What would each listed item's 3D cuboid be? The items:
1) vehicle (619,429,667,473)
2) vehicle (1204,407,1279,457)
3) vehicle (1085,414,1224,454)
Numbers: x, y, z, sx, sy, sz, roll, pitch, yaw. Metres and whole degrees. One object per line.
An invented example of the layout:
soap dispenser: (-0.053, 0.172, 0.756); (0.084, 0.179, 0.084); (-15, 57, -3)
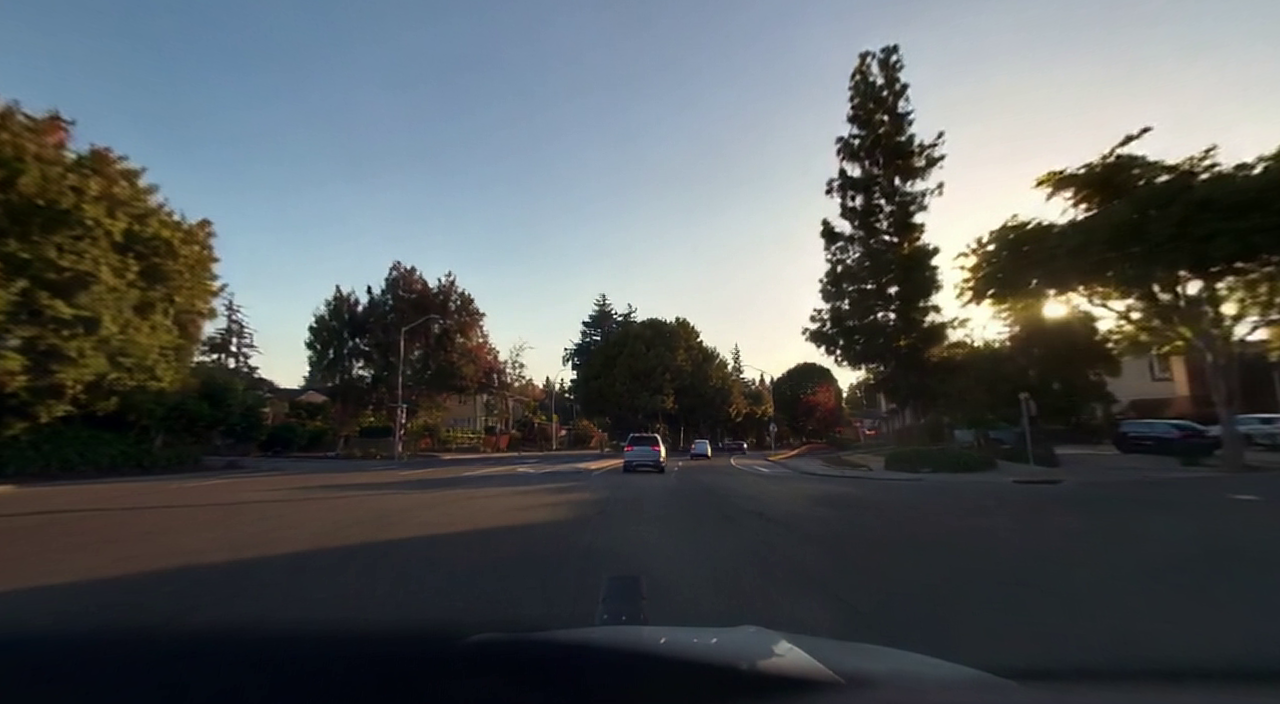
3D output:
vehicle: (0.233, 4.868, 31.069); (2.072, 2.002, 4.391); (0, -8, 5)
vehicle: (26.143, 3.355, 25.984); (1.947, 1.926, 4.237); (-1, -8, 8)
vehicle: (22.863, 3.709, 28.165); (1.826, 1.621, 4.546); (2, -9, -13)
